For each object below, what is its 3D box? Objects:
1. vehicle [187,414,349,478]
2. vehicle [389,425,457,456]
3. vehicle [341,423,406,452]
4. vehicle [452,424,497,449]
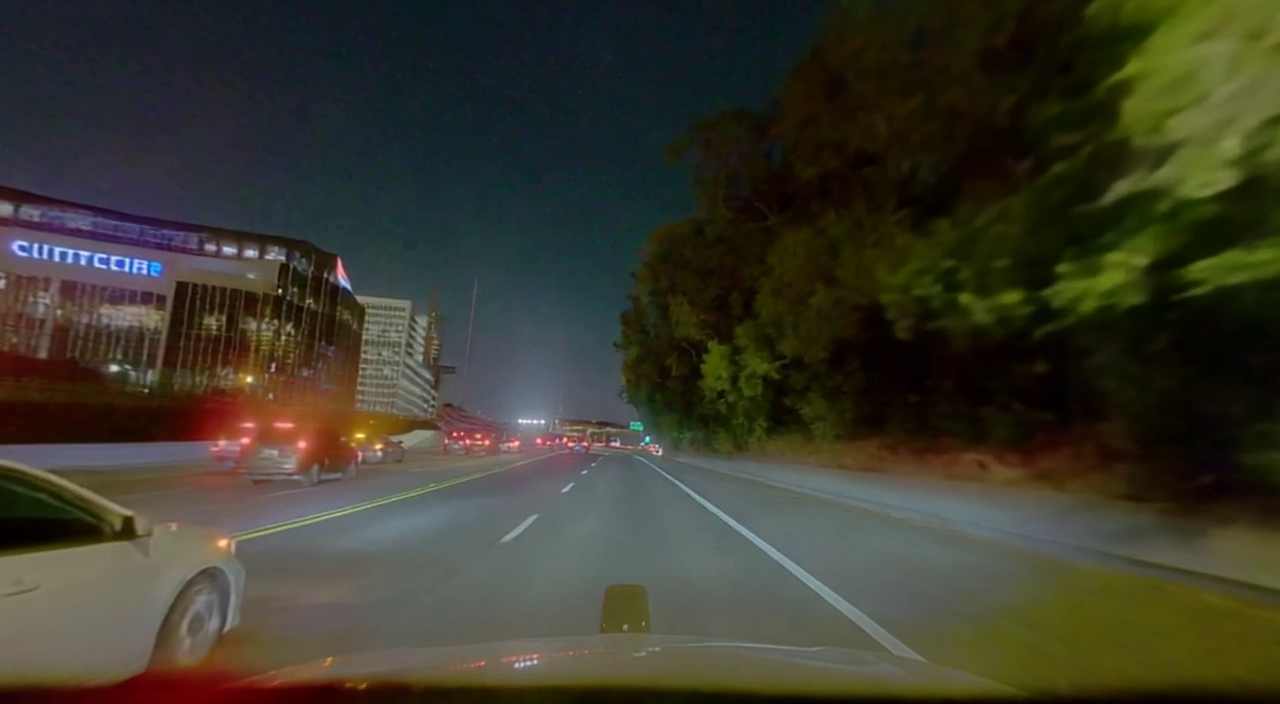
[{"bbox_3d":[-10.921,2.834,19.025,2.078,1.664,4.595,0,-8,0],"label":"vehicle"},{"bbox_3d":[-11.293,4.670,33.160,1.953,1.520,4.549,0,-8,0],"label":"vehicle"},{"bbox_3d":[-15.208,4.935,36.171,1.906,1.506,4.269,0,-8,-1],"label":"vehicle"},{"bbox_3d":[-11.426,5.899,43.799,2.033,1.662,4.394,0,-8,-1],"label":"vehicle"}]
